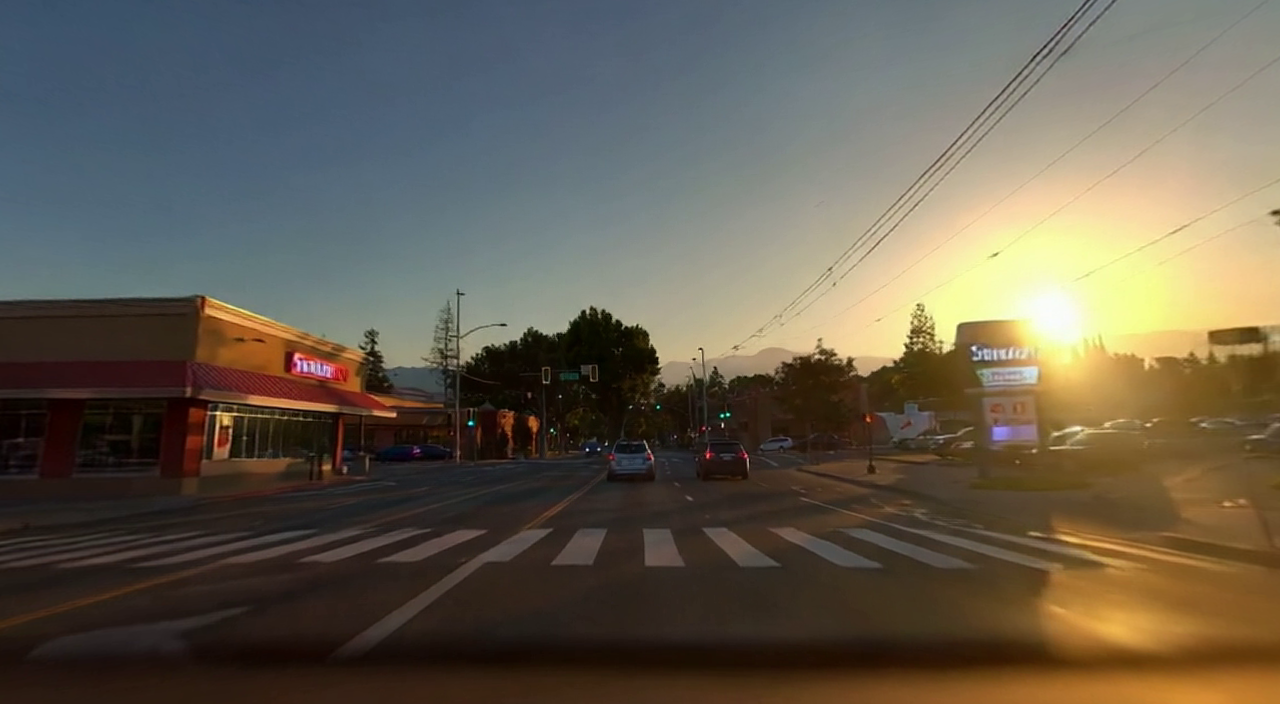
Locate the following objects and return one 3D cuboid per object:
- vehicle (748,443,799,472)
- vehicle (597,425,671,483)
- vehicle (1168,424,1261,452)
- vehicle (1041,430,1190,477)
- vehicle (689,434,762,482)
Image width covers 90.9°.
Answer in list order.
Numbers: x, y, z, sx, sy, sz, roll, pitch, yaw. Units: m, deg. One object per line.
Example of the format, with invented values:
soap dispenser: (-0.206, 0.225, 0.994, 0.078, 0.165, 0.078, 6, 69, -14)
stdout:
vehicle: (7.018, 5.582, 33.534, 2.002, 1.427, 4.436, -1, -8, 3)
vehicle: (-0.211, 4.053, 25.313, 2.638, 2.065, 5.313, 0, -8, 0)
vehicle: (35.223, 5.329, 38.787, 1.817, 1.548, 4.050, -2, -9, -1)
vehicle: (16.585, 3.523, 22.100, 3.880, 1.538, 1.862, 1, -8, -8)
vehicle: (3.362, 4.291, 25.824, 2.276, 1.787, 4.630, 0, -8, -1)
